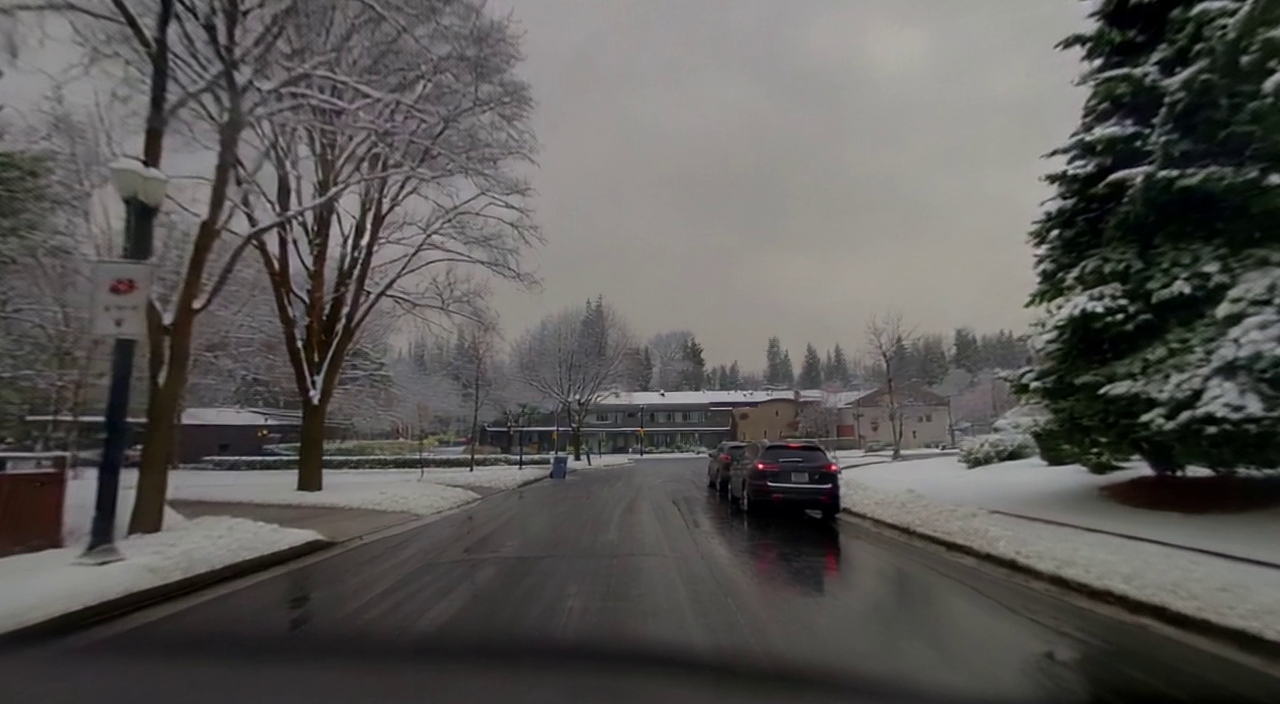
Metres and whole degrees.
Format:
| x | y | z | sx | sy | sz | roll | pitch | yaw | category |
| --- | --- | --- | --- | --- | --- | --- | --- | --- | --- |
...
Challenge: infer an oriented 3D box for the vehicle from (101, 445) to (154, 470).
| x | y | z | sx | sy | sz | roll | pitch | yaw | category |
| --- | --- | --- | --- | --- | --- | --- | --- | --- | --- |
| -36.932 | 7.571 | 45.478 | 2.419 | 1.687 | 4.157 | 10 | -12 | -44 | vehicle |

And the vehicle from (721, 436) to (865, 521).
| x | y | z | sx | sy | sz | roll | pitch | yaw | category |
| --- | --- | --- | --- | --- | --- | --- | --- | --- | --- |
| 3.108 | 2.685 | 13.985 | 2.064 | 1.532 | 4.596 | 0 | -9 | 0 | vehicle |
